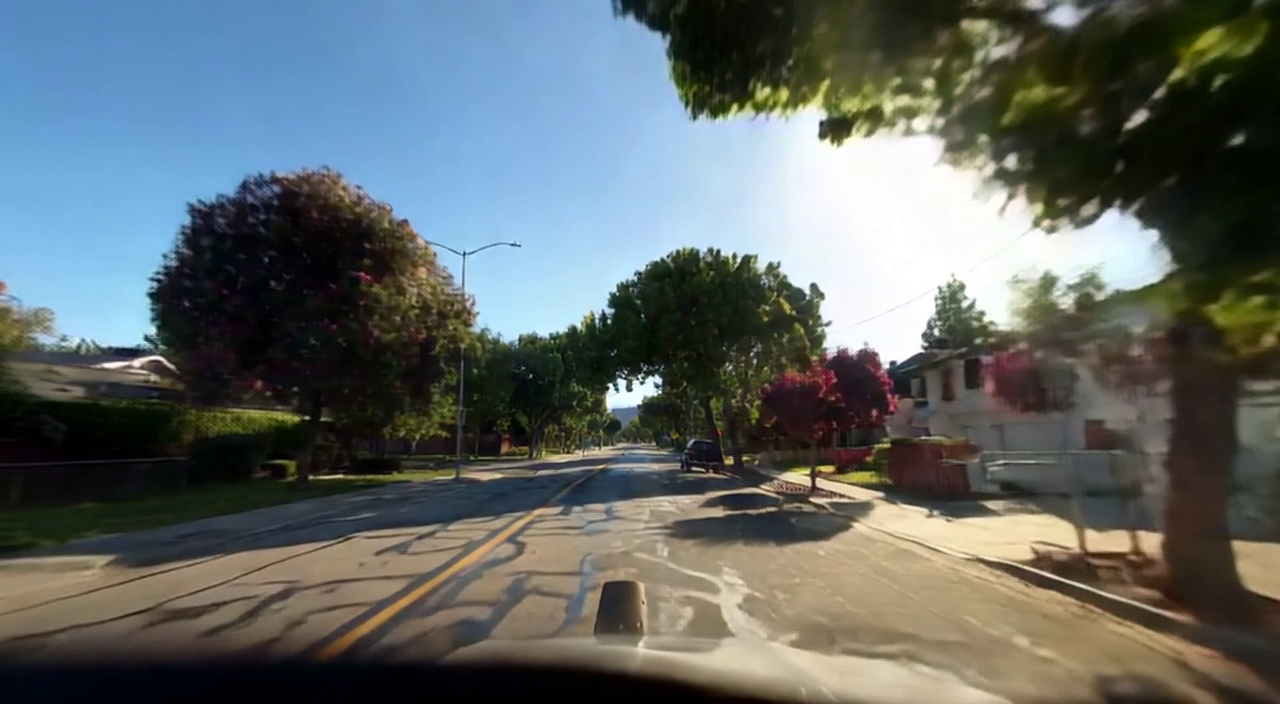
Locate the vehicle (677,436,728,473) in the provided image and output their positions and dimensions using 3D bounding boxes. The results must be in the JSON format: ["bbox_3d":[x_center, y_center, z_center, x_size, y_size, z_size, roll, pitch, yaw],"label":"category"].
[{"bbox_3d":[3.058,5.107,31.660,2.086,1.726,4.384,0,-9,0],"label":"vehicle"}]
